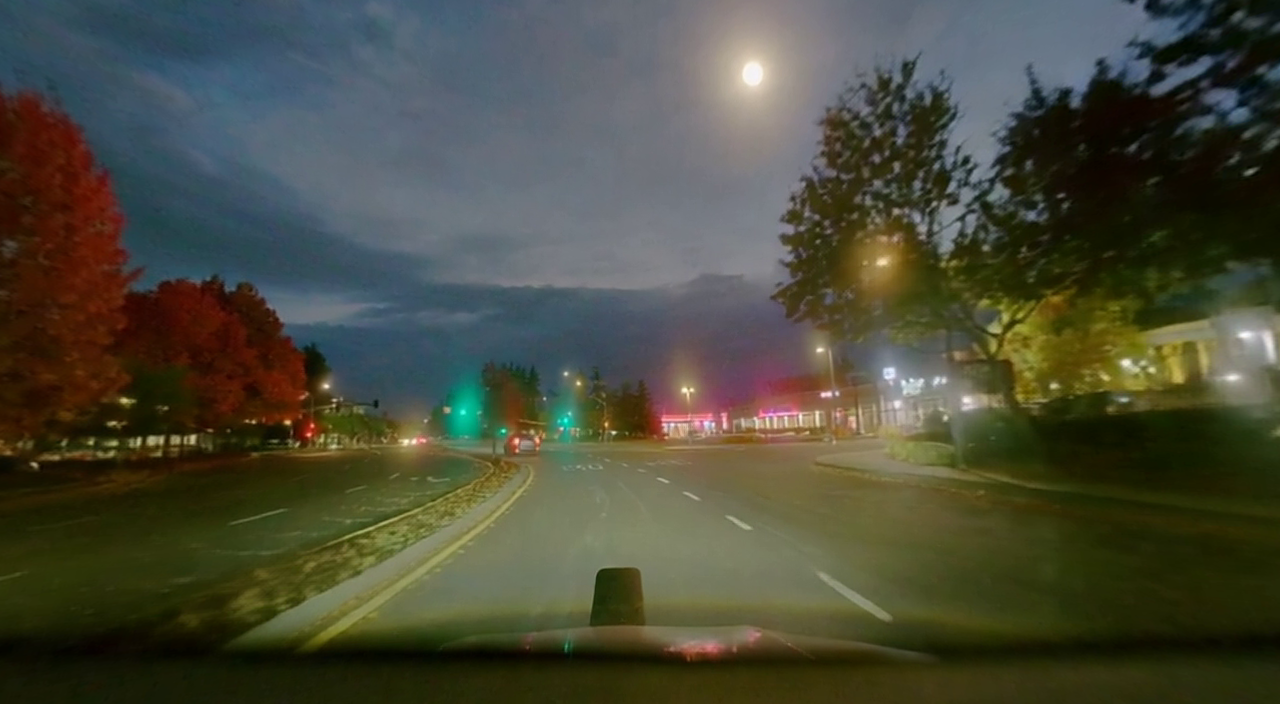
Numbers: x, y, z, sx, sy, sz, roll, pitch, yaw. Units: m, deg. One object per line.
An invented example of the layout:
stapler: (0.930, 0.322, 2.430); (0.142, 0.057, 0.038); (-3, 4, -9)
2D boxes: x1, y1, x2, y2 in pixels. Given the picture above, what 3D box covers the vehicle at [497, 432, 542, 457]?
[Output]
vehicle: (-7.879, 5.993, 40.953); (2.018, 1.512, 4.304); (3, -8, -22)
